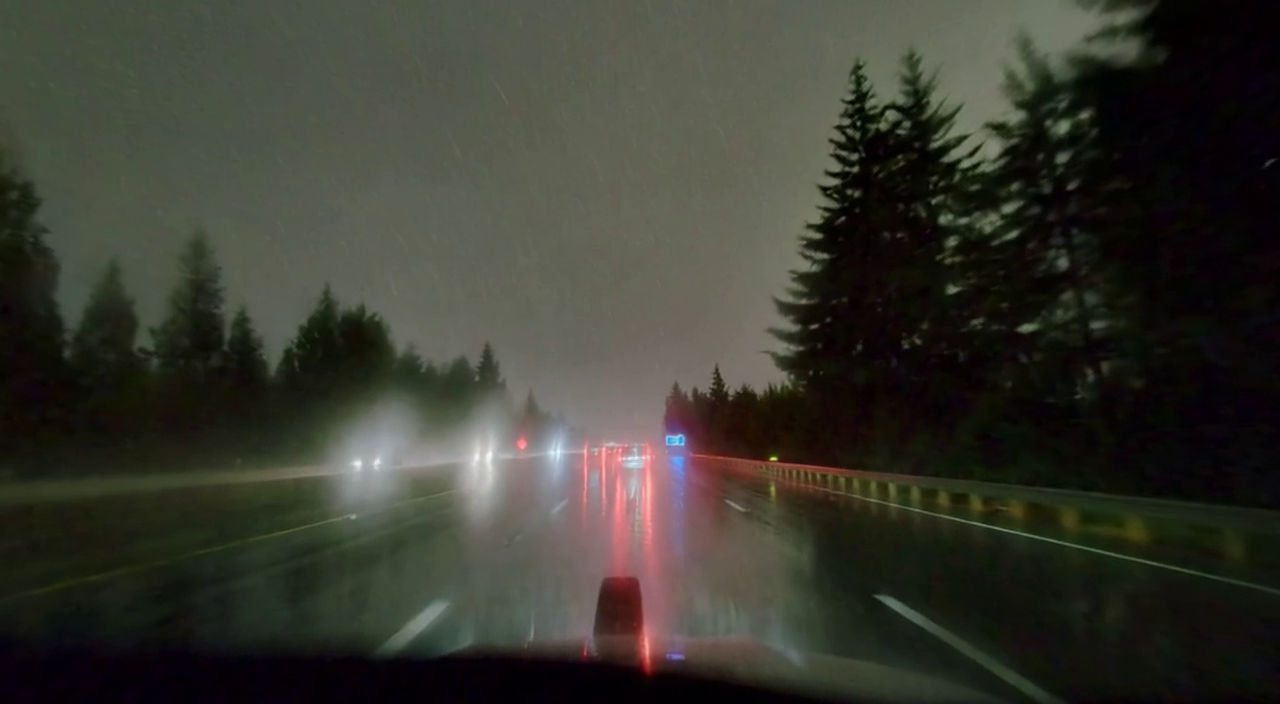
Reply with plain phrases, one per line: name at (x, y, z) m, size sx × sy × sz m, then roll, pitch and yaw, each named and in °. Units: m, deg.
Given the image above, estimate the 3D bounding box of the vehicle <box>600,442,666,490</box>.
vehicle at (-0.258, 3.899, 21.798) m, size 2.066 × 1.490 × 3.759 m, roll 0°, pitch -9°, yaw -1°

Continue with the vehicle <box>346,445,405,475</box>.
vehicle at (-16.850, 6.869, 40.112) m, size 1.936 × 1.768 × 4.216 m, roll -1°, pitch -9°, yaw 0°
